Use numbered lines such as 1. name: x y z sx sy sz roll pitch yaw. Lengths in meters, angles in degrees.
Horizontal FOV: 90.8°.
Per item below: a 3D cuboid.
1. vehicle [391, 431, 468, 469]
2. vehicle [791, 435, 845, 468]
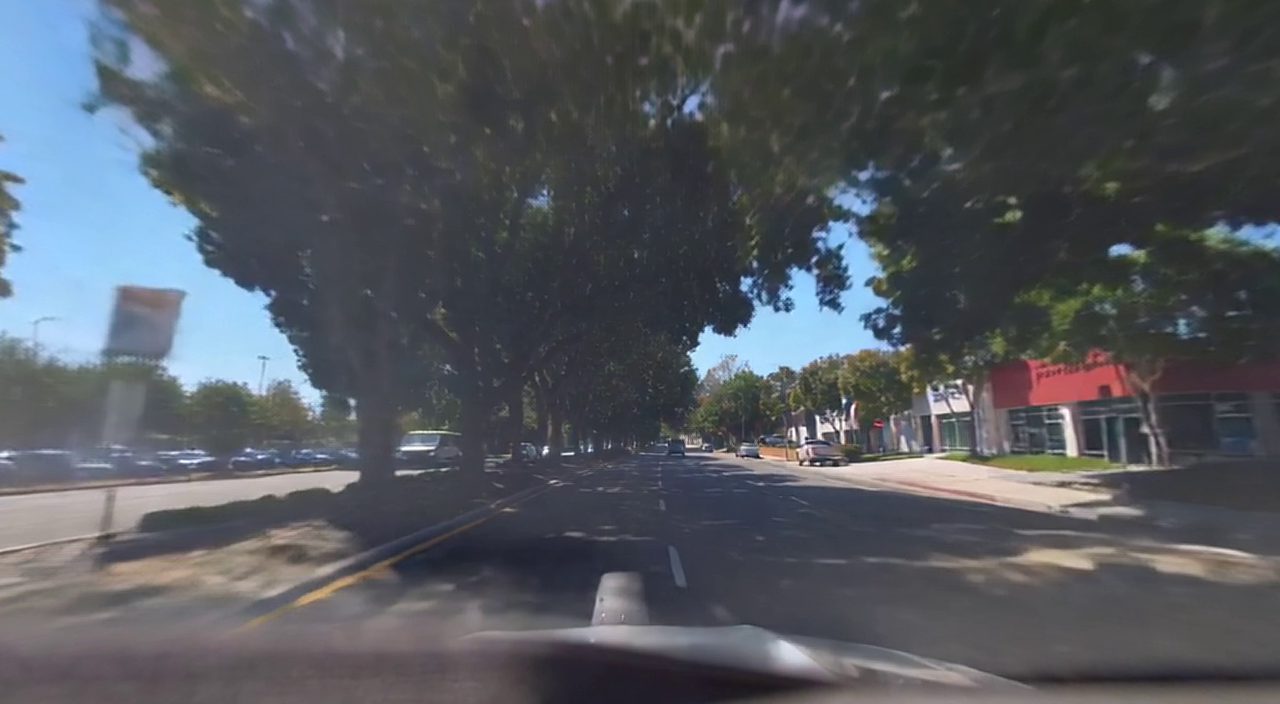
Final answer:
1. vehicle: -14.179 6.678 43.190 2.626 2.310 6.781 -1 -9 3
2. vehicle: 11.373 6.434 40.731 2.264 1.958 5.135 -1 -9 4
